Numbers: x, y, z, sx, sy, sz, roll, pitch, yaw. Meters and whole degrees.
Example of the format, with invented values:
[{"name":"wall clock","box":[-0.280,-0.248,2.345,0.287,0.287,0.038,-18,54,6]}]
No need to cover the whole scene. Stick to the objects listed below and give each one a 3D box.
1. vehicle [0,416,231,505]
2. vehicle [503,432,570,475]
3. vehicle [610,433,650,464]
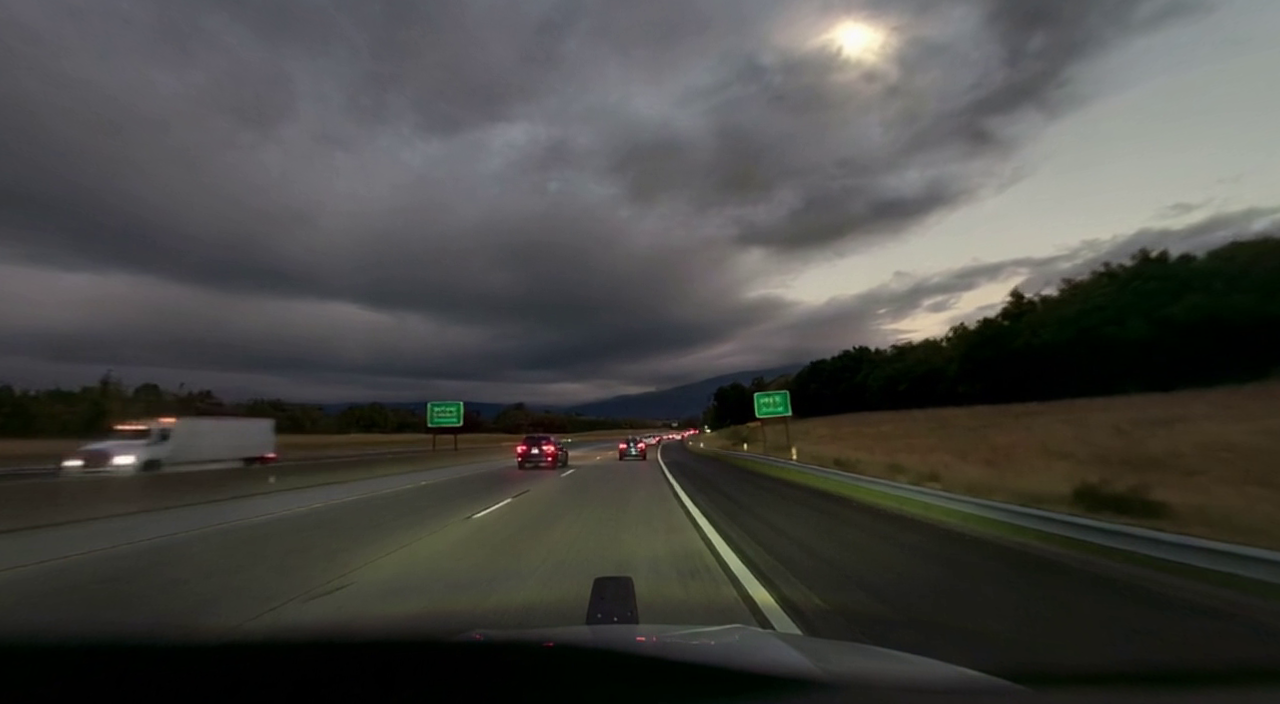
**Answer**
[{"name":"vehicle","box":[-15.490,3.150,18.846,2.565,2.213,5.866,-1,-8,0]},{"name":"vehicle","box":[-4.338,4.338,27.098,2.075,1.653,4.317,-1,-8,2]},{"name":"vehicle","box":[-0.546,5.458,35.729,2.146,1.636,4.026,-1,-8,0]}]
